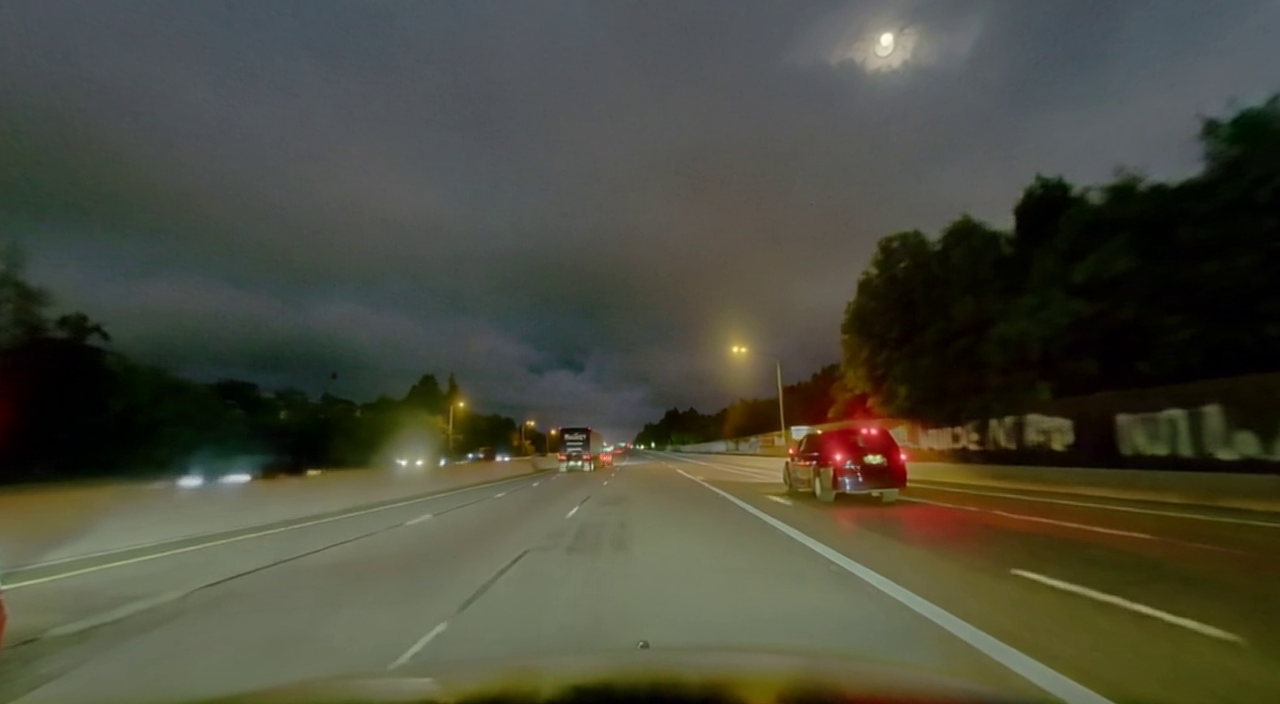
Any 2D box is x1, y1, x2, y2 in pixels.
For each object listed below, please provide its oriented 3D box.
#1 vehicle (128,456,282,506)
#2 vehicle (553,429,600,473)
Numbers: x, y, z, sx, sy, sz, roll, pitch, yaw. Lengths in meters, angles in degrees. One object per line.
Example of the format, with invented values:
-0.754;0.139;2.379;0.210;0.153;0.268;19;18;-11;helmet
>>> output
-14.491;4.273;21.374;1.857;1.454;4.534;-1;-9;2;vehicle
-3.849;6.154;39.105;2.305;2.517;5.486;0;-9;1;vehicle
